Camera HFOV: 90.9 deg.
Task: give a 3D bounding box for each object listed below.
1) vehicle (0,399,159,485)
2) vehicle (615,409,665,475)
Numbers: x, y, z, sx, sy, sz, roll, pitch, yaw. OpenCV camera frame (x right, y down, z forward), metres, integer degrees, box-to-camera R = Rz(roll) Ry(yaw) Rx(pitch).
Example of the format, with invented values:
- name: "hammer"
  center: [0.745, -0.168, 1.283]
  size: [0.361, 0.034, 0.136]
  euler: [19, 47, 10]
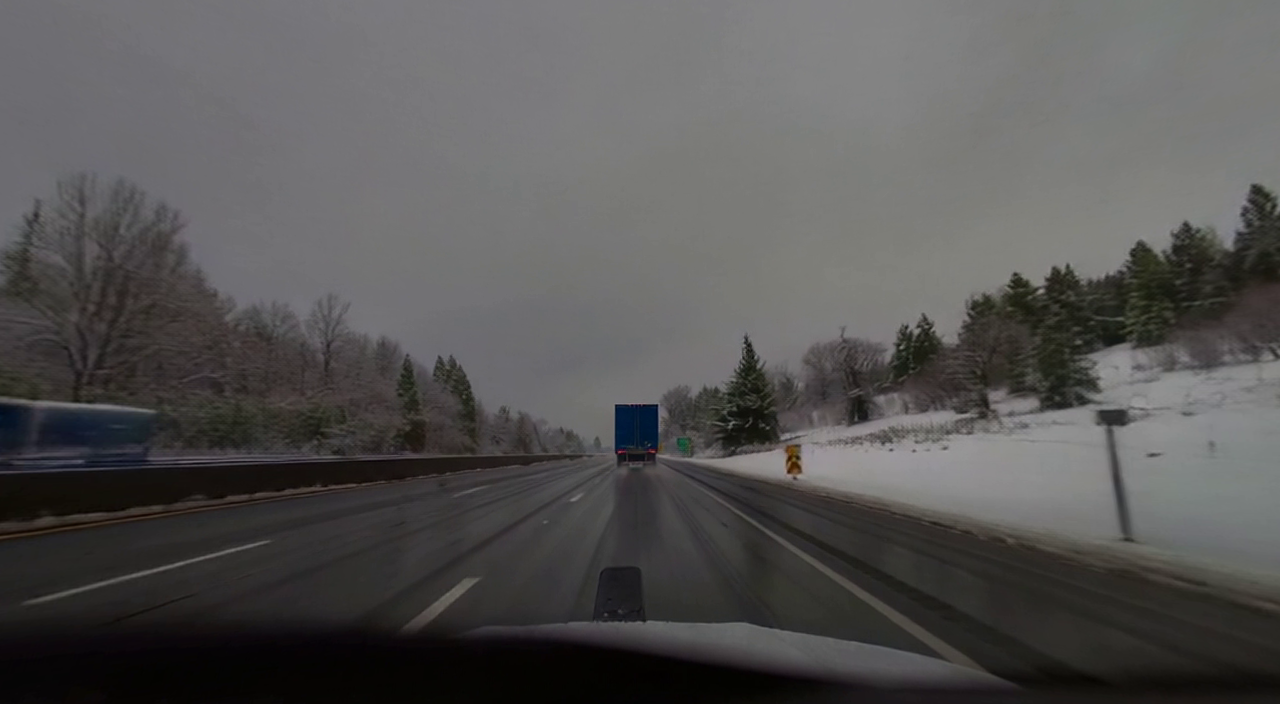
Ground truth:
- name: "vehicle"
  center: [-22.770, 3.521, 24.313]
  size: [2.525, 2.836, 7.355]
  euler: [0, -9, 0]
- name: "vehicle"
  center: [-0.002, 6.292, 43.700]
  size: [2.982, 3.947, 11.075]
  euler: [0, -9, 0]
